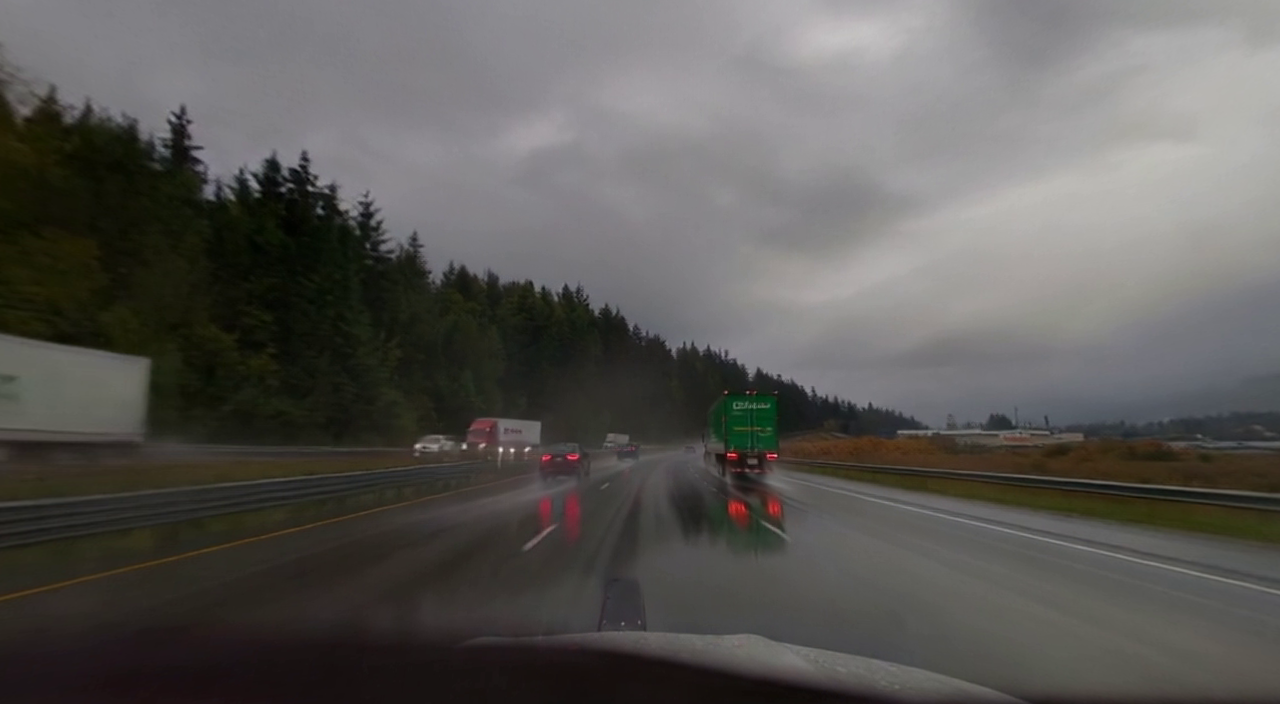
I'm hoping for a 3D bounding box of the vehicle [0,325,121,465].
[{"bbox_3d":[-20.657,0.699,14.950,3.202,4.099,15.246,0,-9,2],"label":"vehicle"}]

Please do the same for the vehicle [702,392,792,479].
[{"bbox_3d":[5.616,4.947,36.071,3.057,3.993,13.914,0,-9,2],"label":"vehicle"}]

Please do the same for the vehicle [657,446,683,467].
[{"bbox_3d":[2.360,8.185,49.411,1.990,1.537,3.725,-1,-9,3],"label":"vehicle"}]

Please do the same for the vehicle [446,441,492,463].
[{"bbox_3d":[-11.800,6.888,43.713,1.822,1.445,4.076,-1,-8,3],"label":"vehicle"}]

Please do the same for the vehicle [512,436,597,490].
[{"bbox_3d":[-2.895,3.901,22.394,2.205,1.728,4.397,-1,-9,3],"label":"vehicle"}]

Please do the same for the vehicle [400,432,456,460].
[{"bbox_3d":[-14.883,6.639,44.555,2.102,1.845,4.723,-1,-9,3],"label":"vehicle"}]
